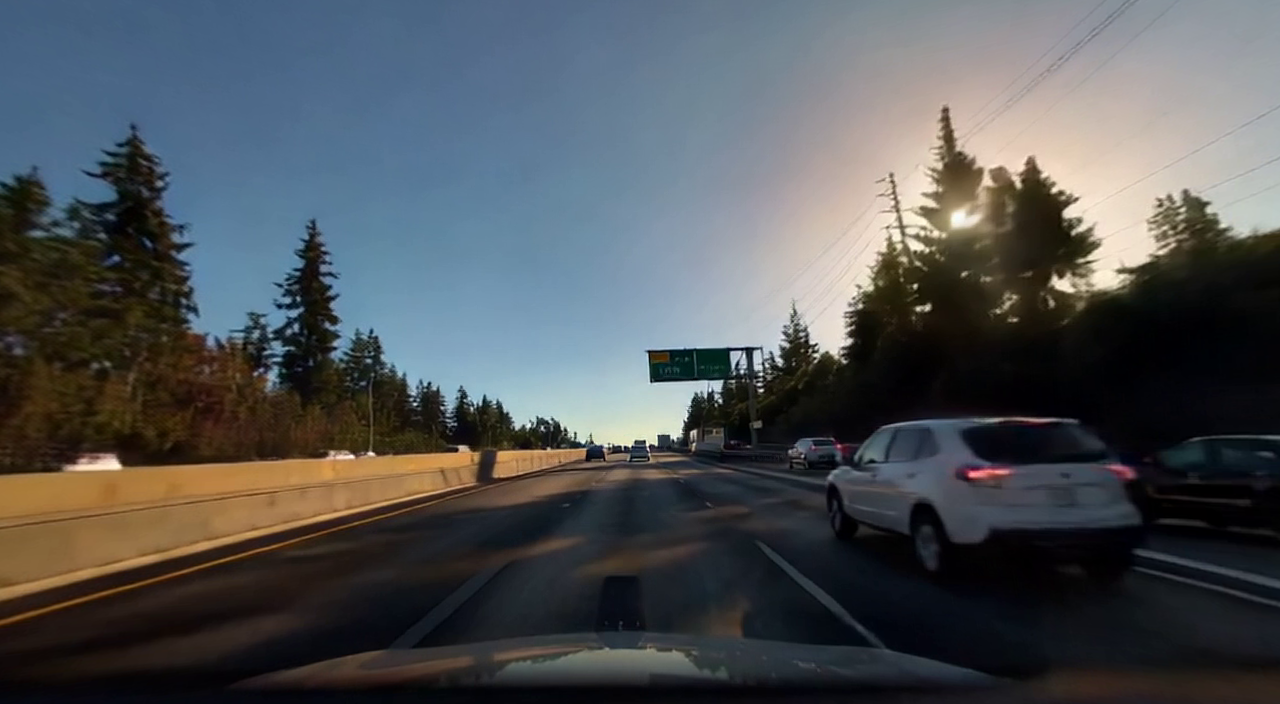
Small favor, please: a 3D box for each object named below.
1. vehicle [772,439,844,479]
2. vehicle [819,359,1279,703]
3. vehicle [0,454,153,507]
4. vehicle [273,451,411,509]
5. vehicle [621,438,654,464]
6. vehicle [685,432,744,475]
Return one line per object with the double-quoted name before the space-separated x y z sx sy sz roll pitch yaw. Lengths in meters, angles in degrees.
"vehicle" 6.824 4.377 26.023 1.836 1.527 3.783 0 -8 -1
"vehicle" 3.288 1.233 5.441 2.111 1.755 4.459 0 -8 -1
"vehicle" -22.536 5.078 25.322 2.028 1.813 4.807 0 -8 0
"vehicle" -8.575 3.690 18.599 1.951 1.443 4.201 0 -8 1
"vehicle" -0.213 7.303 46.705 2.314 1.796 4.254 0 -8 -1
"vehicle" 3.476 4.837 30.304 2.095 1.886 4.727 0 -8 -2
